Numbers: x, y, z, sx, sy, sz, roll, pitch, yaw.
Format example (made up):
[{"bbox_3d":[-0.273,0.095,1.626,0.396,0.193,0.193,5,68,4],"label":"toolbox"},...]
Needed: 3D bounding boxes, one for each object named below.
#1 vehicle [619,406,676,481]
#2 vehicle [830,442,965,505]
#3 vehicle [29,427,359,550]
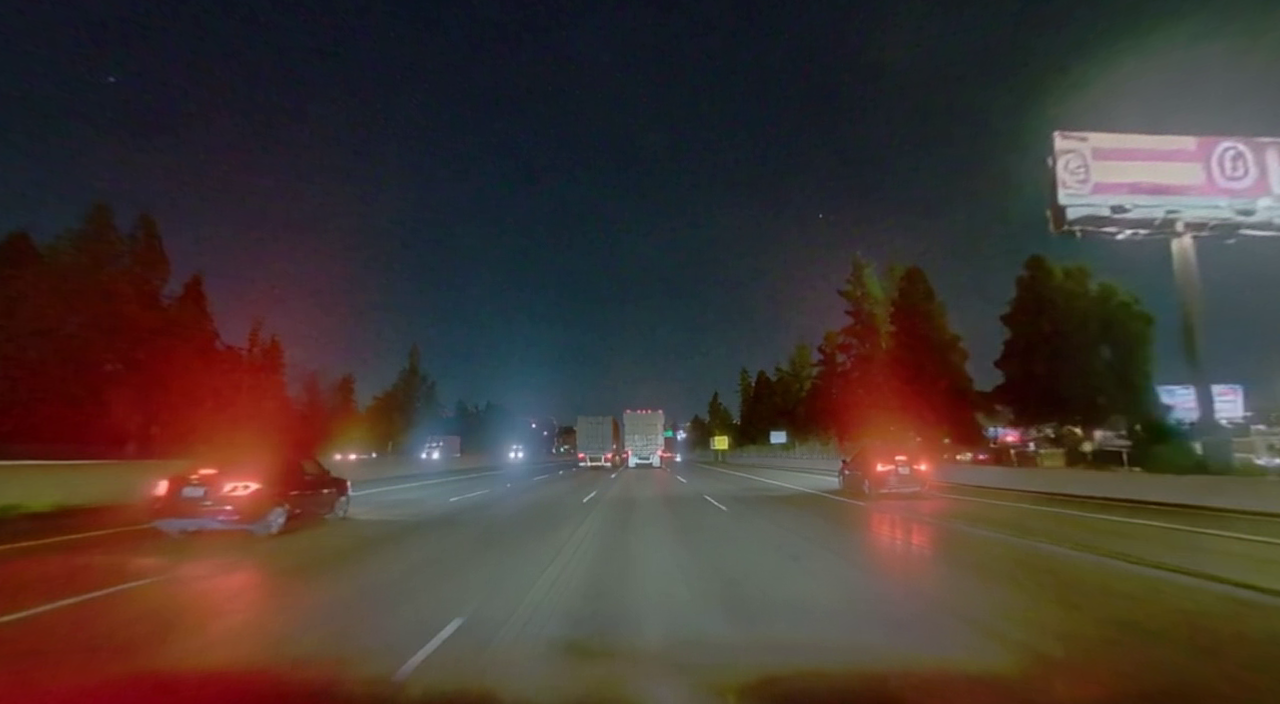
[{"bbox_3d":[0.365,5.460,39.359,3.054,3.944,11.230,0,-6,0],"label":"vehicle"},{"bbox_3d":[7.121,3.374,18.024,1.969,1.560,4.394,0,-8,0],"label":"vehicle"},{"bbox_3d":[-6.720,2.081,10.399,1.992,1.547,4.673,0,-8,1],"label":"vehicle"}]
